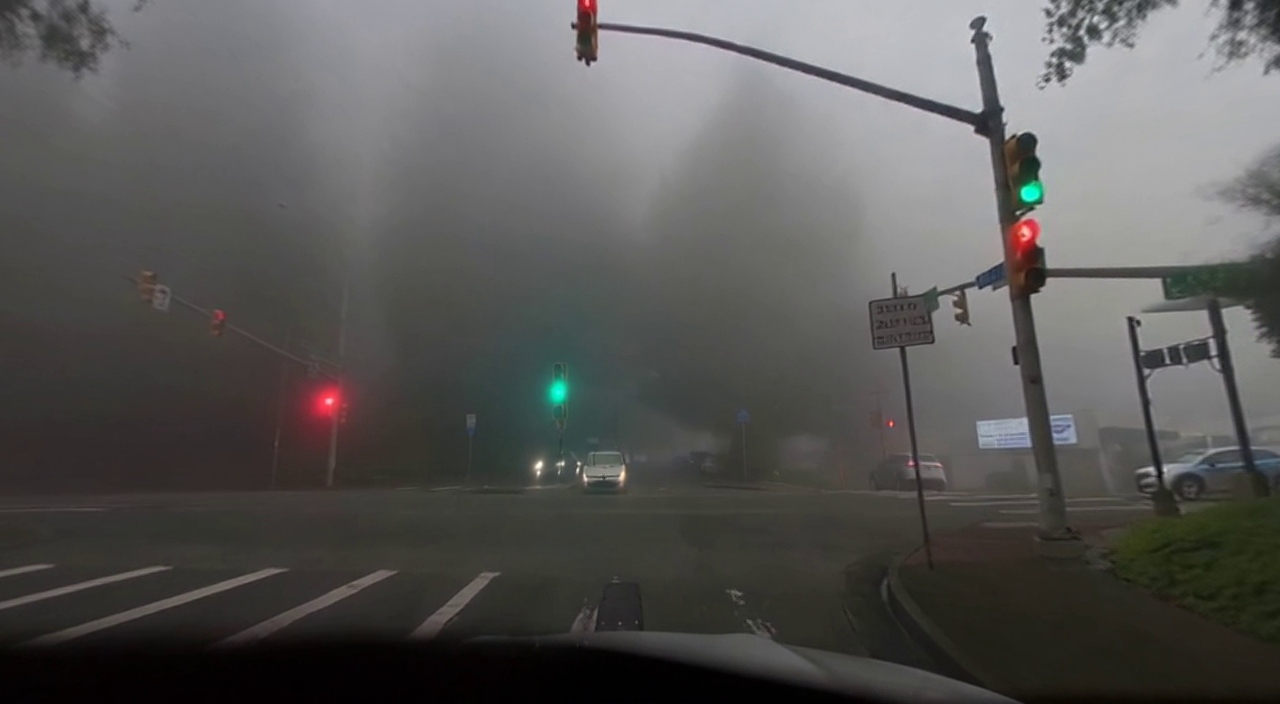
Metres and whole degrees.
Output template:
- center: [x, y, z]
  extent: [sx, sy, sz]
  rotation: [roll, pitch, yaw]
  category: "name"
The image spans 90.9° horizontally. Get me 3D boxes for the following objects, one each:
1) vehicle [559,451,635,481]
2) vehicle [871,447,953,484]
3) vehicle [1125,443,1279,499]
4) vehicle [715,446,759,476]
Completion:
- center: [-2.473, 6.537, 36.325]
  extent: [3.991, 1.526, 1.868]
  rotation: [-5, -9, 31]
  category: "vehicle"
- center: [12.392, 5.298, 29.007]
  extent: [1.922, 1.529, 3.964]
  rotation: [0, -12, -1]
  category: "vehicle"
- center: [16.813, 3.420, 18.336]
  extent: [3.876, 1.512, 1.784]
  rotation: [0, -8, -1]
  category: "vehicle"
- center: [6.898, 7.729, 44.886]
  extent: [1.491, 2.041, 2.964]
  rotation: [5, -10, -31]
  category: "vehicle"
